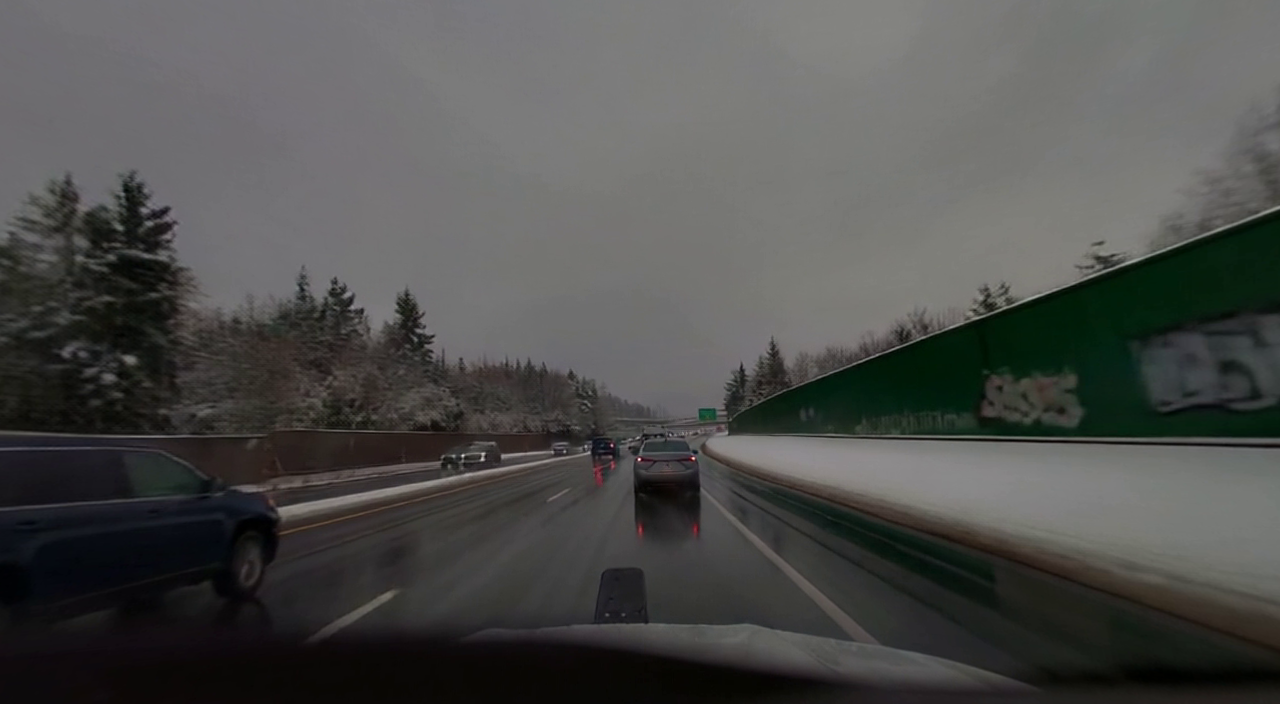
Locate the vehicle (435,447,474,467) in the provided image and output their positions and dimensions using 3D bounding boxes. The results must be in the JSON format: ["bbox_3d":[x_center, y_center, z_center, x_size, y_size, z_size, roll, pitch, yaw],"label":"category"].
[{"bbox_3d":[-14.123,8.022,48.077,1.692,1.413,3.747,0,-8,2],"label":"vehicle"}]

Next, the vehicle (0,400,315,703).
[{"bbox_3d":[-3.923,1.040,3.407,2.059,1.471,4.152,0,-8,1],"label":"vehicle"}]

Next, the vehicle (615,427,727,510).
[{"bbox_3d":[0.587,2.451,13.686,2.077,1.533,3.854,0,-8,0],"label":"vehicle"}]

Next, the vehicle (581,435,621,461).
[{"bbox_3d":[-2.410,6.088,39.918,2.105,1.571,3.727,-1,-8,4],"label":"vehicle"}]
